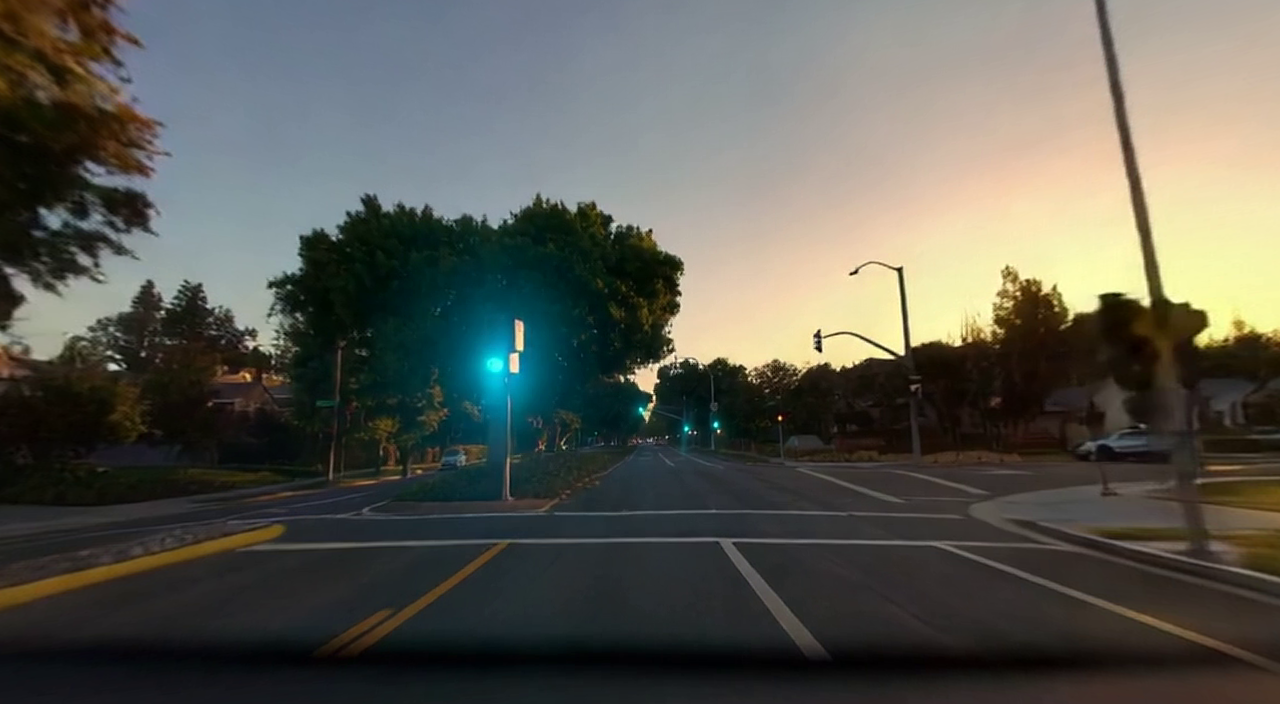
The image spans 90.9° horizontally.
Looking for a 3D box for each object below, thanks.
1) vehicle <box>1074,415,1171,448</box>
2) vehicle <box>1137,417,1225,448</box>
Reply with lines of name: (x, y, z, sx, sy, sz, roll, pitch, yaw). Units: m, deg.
vehicle: (28.638, 4.795, 37.640, 2.041, 1.826, 4.925, -1, -8, 3)
vehicle: (31.246, 4.700, 36.583, 1.928, 1.622, 3.895, -2, -8, 8)
